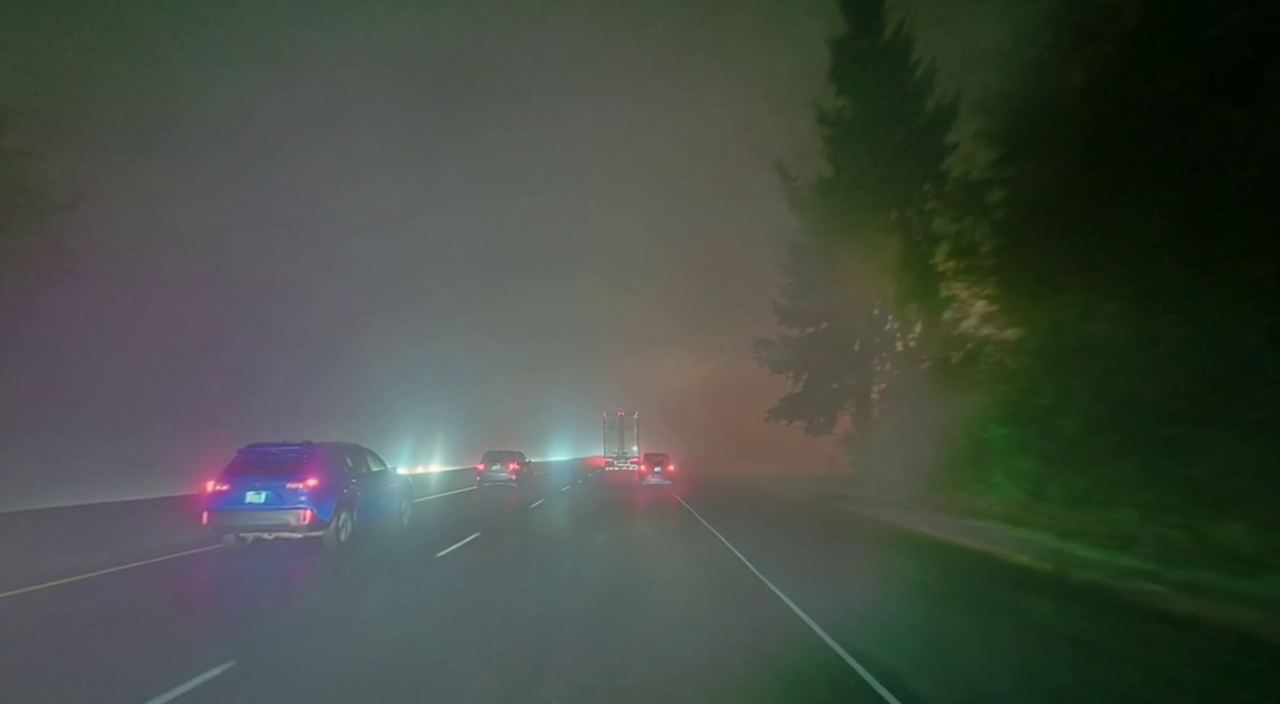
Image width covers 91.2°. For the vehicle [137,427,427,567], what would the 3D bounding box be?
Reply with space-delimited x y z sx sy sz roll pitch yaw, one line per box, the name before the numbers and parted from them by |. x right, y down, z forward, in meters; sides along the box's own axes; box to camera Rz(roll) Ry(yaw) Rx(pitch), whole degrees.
vehicle | -5.086 2.107 9.773 2.100 1.671 4.105 0 -9 -1

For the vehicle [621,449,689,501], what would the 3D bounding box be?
vehicle | 0.417 3.992 20.698 2.026 1.489 4.045 0 -9 -1

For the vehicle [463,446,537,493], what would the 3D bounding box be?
vehicle | -5.426 4.584 24.793 2.035 1.664 4.064 0 -9 -1

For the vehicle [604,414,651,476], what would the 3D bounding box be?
vehicle | -1.005 7.017 46.995 3.113 4.066 10.786 0 -9 -2
